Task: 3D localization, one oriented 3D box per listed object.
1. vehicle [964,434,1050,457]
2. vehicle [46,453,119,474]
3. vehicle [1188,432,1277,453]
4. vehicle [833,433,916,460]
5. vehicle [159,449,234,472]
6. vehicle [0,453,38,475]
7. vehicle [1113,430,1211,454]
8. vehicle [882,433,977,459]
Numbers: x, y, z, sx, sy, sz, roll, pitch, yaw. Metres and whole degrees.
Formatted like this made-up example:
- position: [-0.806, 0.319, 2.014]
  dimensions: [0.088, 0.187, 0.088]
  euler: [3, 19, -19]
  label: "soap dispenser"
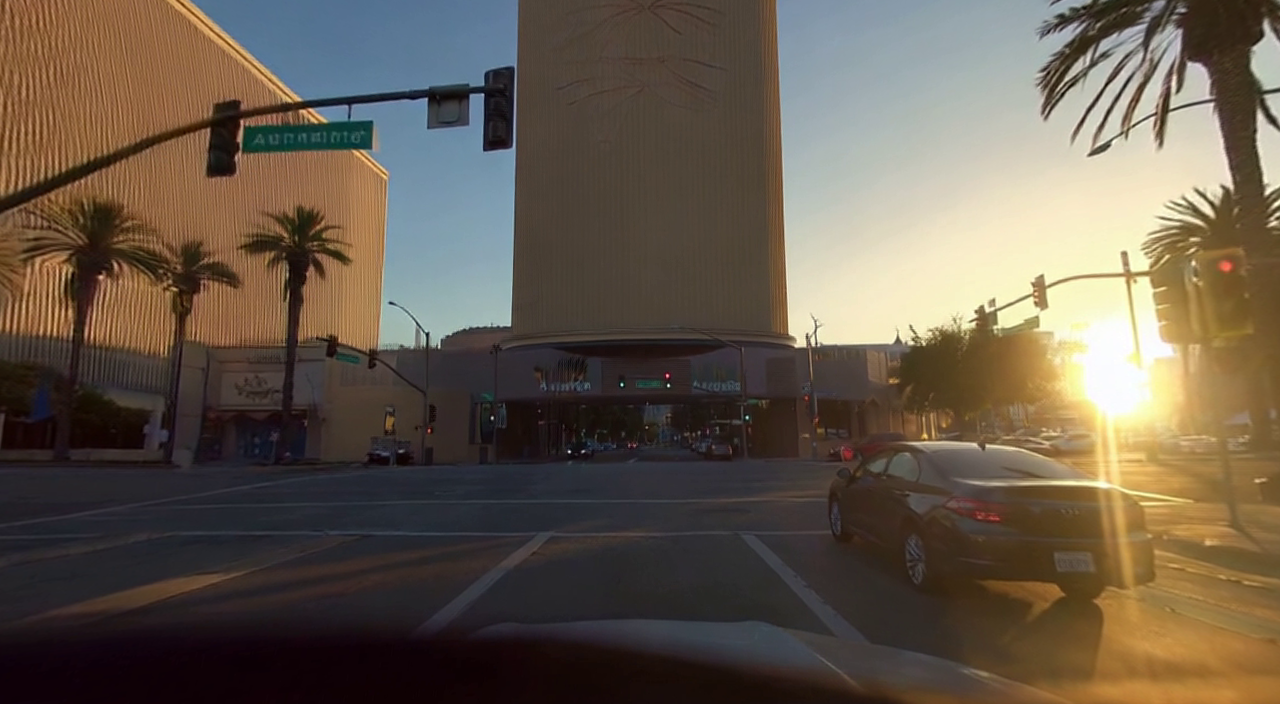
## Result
- position: [23.689, 6.040, 40.768]
  dimensions: [4.423, 1.465, 1.798]
  euler: [0, -8, 1]
  label: "vehicle"
- position: [-41.565, 8.293, 47.054]
  dimensions: [3.698, 1.467, 1.779]
  euler: [0, -8, 1]
  label: "vehicle"
- position: [42.279, 6.483, 45.040]
  dimensions: [4.437, 1.469, 1.811]
  euler: [0, -8, 0]
  label: "vehicle"
- position: [15.189, 6.153, 41.017]
  dimensions: [4.648, 1.665, 1.910]
  euler: [0, -8, -1]
  label: "vehicle"
- position: [-33.013, 8.089, 47.007]
  dimensions: [4.136, 1.661, 1.857]
  euler: [0, -8, 1]
  label: "vehicle"
- position: [-47.871, 8.395, 47.191]
  dimensions: [3.786, 1.555, 1.702]
  euler: [0, -8, 2]
  label: "vehicle"
- position: [33.328, 5.748, 40.344]
  dimensions: [4.567, 1.458, 1.791]
  euler: [0, -8, 2]
  label: "vehicle"
- position: [17.070, 5.578, 37.290]
  dimensions: [4.684, 1.461, 1.777]
  euler: [0, -8, -1]
  label: "vehicle"
